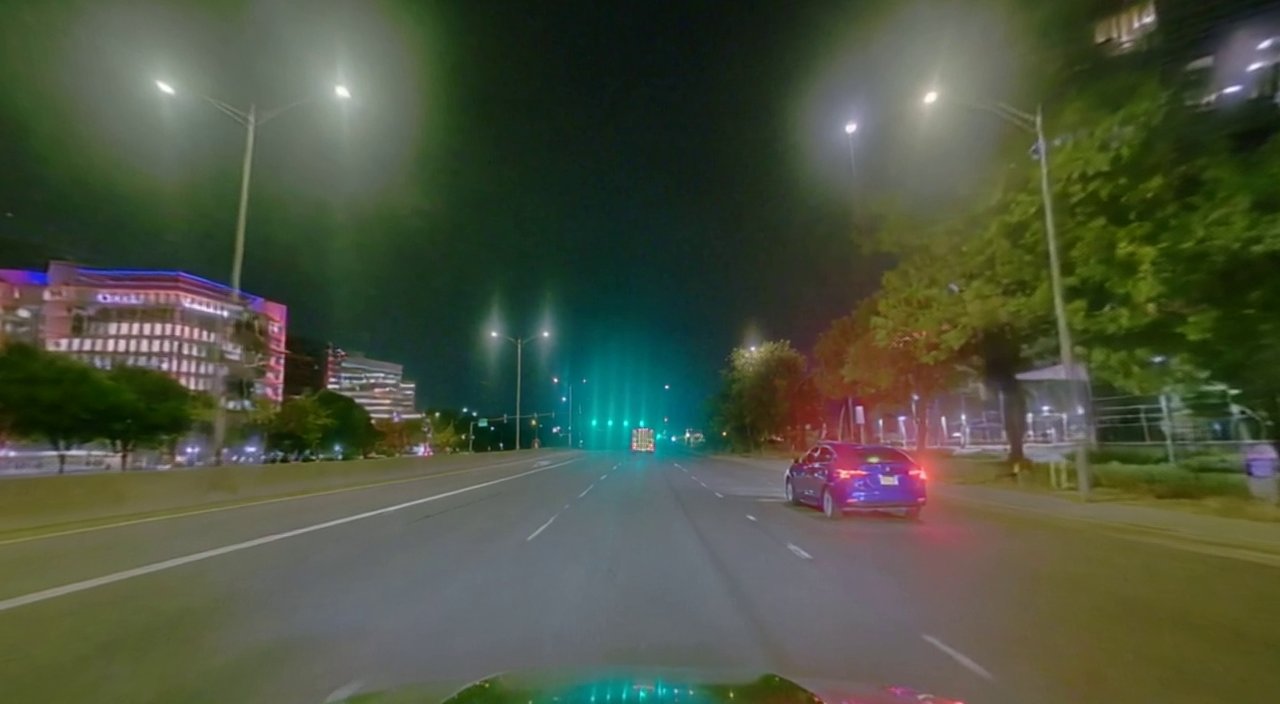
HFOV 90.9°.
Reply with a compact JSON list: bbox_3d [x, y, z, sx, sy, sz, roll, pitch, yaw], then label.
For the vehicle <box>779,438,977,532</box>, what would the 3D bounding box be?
[{"bbox_3d":[4.271,2.437,12.301,2.005,1.442,4.675,0,-8,0],"label":"vehicle"}]
